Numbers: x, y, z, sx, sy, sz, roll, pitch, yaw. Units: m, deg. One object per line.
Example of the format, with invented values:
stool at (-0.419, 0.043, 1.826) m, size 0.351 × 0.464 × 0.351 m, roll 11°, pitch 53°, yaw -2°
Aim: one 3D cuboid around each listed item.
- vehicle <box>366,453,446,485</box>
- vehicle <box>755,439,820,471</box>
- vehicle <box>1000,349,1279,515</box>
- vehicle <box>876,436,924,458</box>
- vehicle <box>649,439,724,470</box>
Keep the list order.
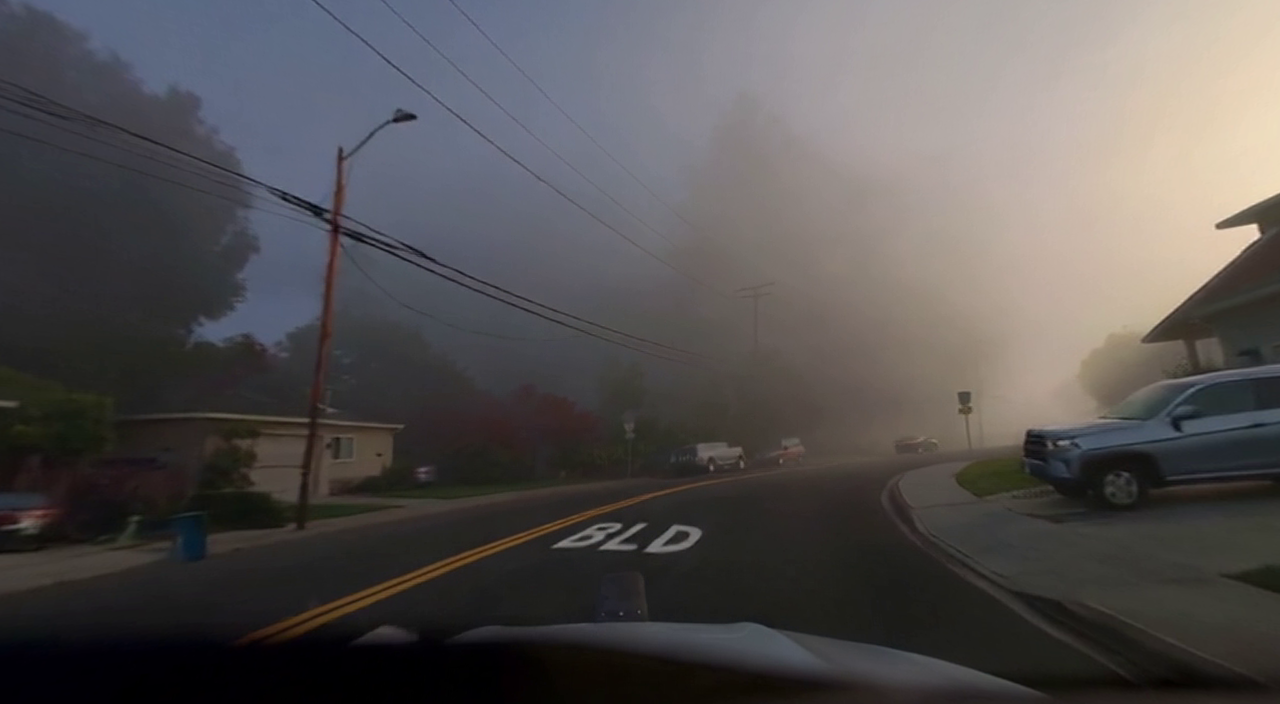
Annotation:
vehicle at (-11.899, 5.902, 32.103) m, size 3.697 × 1.489 × 1.842 m, roll -5°, pitch -10°, yaw 32°
vehicle at (9.066, 6.344, 38.631) m, size 2.056 × 1.726 × 4.463 m, roll -10°, pitch -15°, yaw 37°
vehicle at (8.102, 1.110, 8.705) m, size 5.011 × 2.014 × 2.056 m, roll -2°, pitch -9°, yaw 17°
vehicle at (20.550, 7.482, 49.831) m, size 4.110 × 1.539 × 1.971 m, roll 11°, pitch -13°, yaw -44°
vehicle at (2.892, 6.539, 40.486) m, size 2.155 × 1.802 × 4.758 m, roll 7°, pitch -11°, yaw -36°
